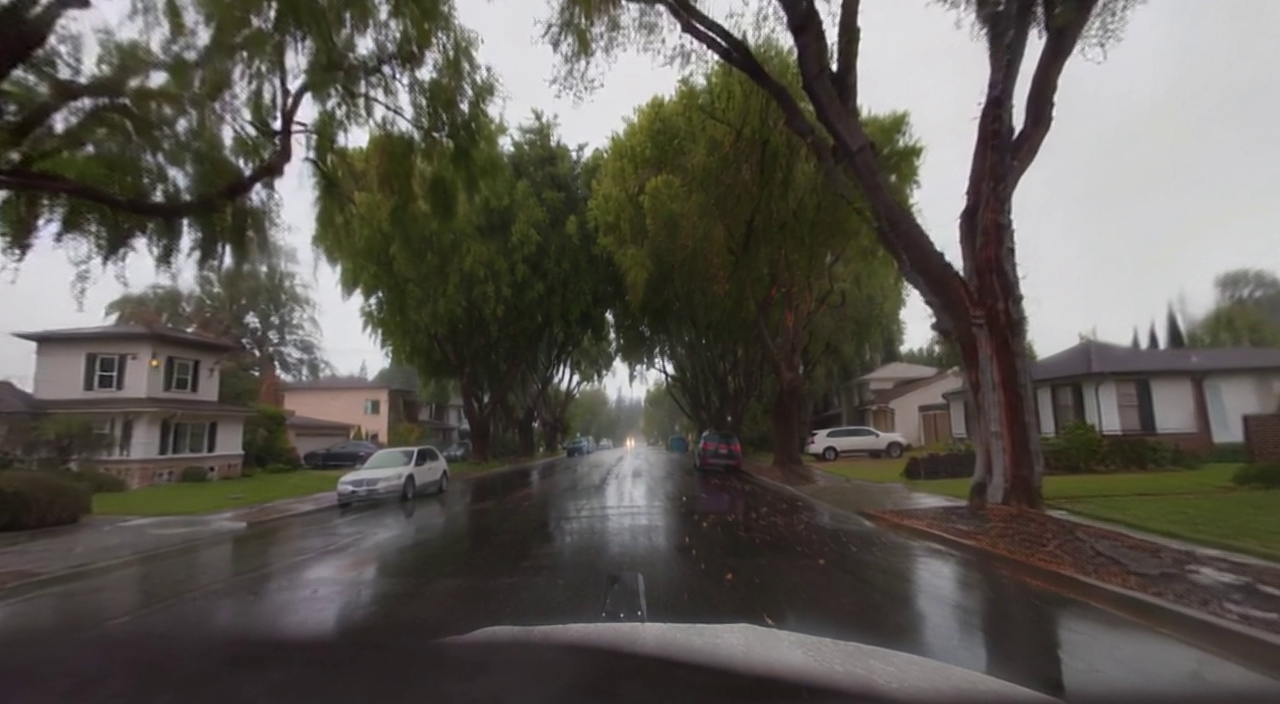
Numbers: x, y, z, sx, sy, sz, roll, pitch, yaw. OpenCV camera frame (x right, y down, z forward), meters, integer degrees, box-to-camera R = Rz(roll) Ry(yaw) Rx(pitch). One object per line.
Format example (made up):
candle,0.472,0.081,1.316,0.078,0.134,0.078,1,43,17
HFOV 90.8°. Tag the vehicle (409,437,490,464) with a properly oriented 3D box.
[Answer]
vehicle,-13.080,6.792,43.593,4.928,1.797,1.981,0,-8,1

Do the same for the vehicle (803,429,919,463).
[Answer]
vehicle,10.467,4.548,30.336,5.041,1.486,1.969,-3,-9,14

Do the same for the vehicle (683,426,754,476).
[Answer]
vehicle,3.187,4.177,26.823,2.241,1.875,5.059,0,-8,-1

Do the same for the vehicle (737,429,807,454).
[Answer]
vehicle,10.118,6.923,48.731,4.922,1.838,2.068,0,-8,1

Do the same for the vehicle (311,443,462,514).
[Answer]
vehicle,-6.371,3.177,16.512,2.099,1.399,4.357,-4,-8,1
